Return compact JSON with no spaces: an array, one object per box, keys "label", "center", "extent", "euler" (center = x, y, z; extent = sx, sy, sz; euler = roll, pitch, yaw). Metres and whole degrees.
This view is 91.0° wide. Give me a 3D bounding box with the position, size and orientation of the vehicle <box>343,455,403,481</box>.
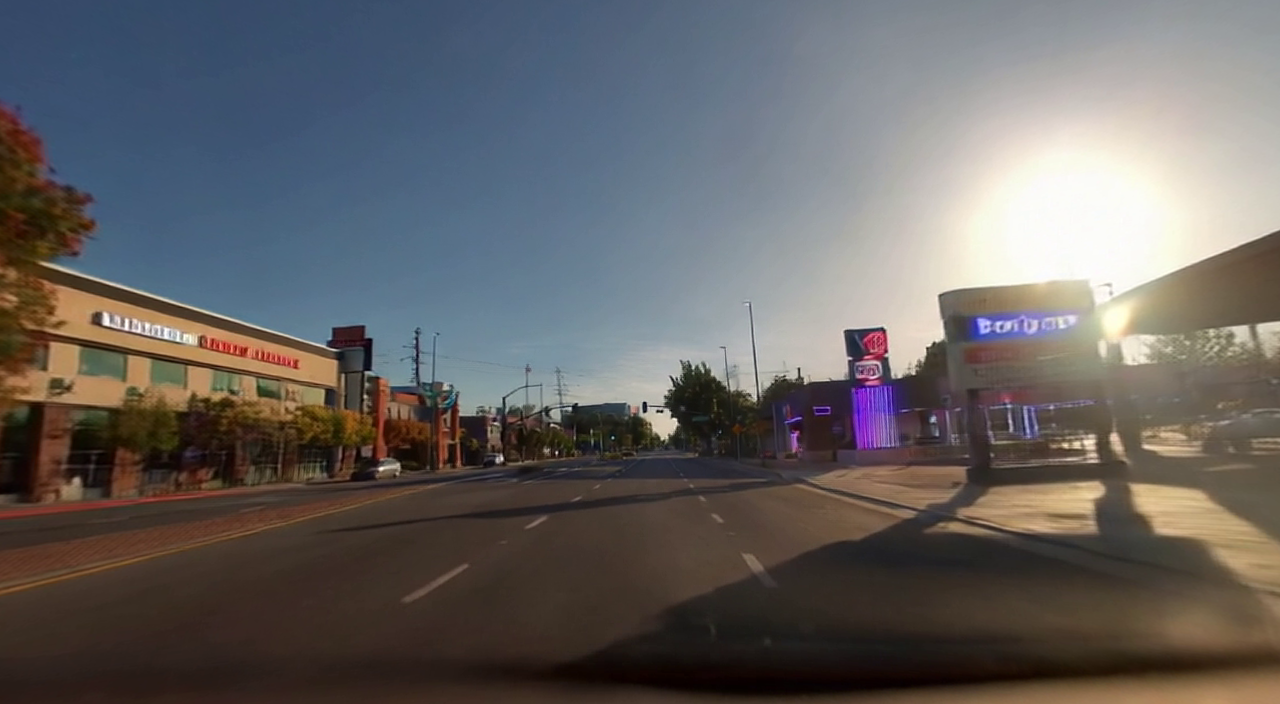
[{"label":"vehicle","center":[-17.511,7.589,41.483],"extent":[1.938,1.465,4.744],"euler":[-2,-8,0]}]
